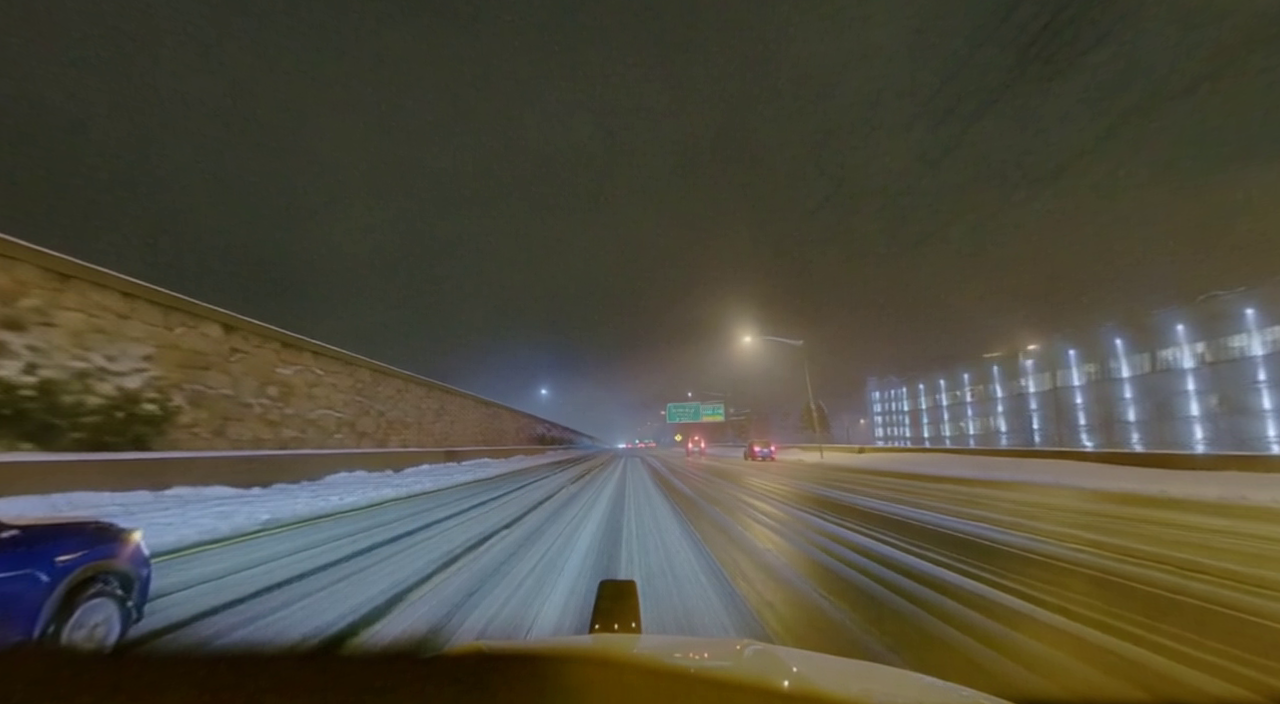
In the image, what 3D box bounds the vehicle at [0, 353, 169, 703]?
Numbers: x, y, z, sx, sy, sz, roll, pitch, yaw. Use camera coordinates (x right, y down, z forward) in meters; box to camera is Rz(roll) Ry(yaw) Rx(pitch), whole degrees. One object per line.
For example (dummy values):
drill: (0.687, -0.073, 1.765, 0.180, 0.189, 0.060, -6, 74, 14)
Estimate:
vehicle: (-3.791, 0.642, 1.472, 2.070, 1.641, 4.315, 0, -8, -1)
